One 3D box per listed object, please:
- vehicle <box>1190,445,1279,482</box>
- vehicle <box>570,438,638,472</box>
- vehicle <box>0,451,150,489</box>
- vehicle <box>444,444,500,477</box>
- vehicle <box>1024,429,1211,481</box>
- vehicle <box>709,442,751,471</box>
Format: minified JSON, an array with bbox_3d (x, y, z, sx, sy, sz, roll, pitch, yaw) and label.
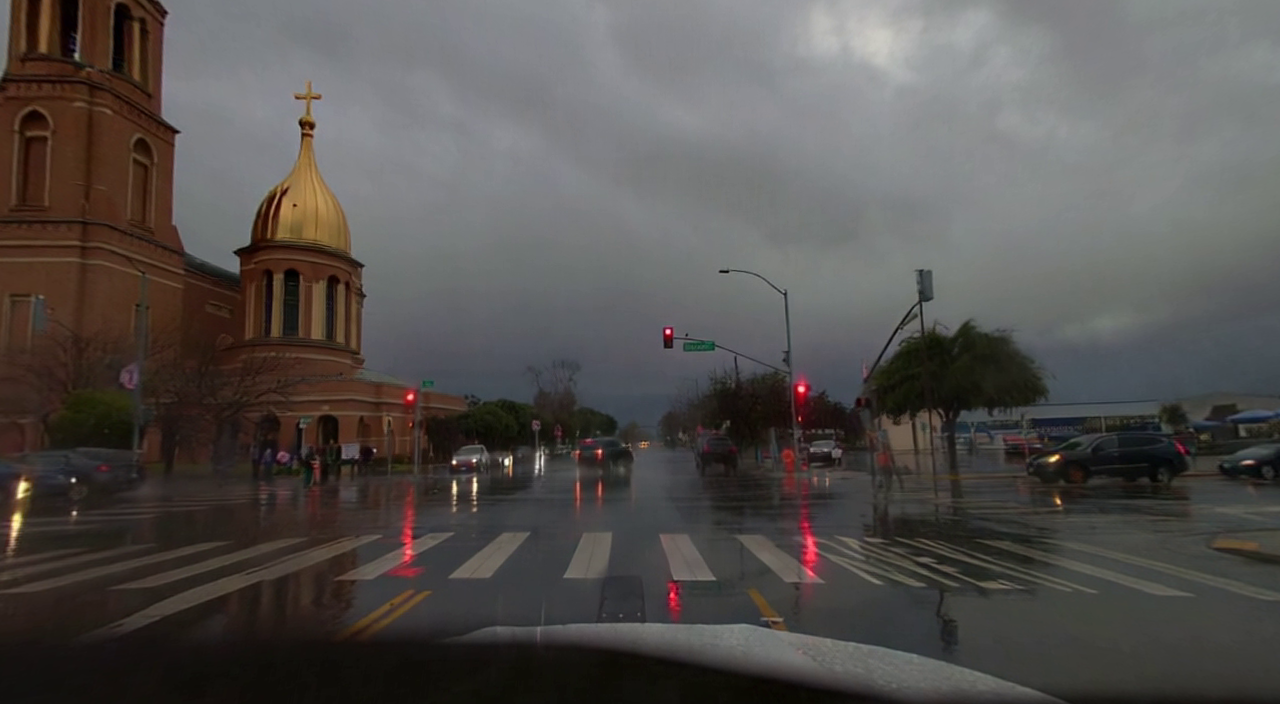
[{"bbox_3d":[26.389,4.680,26.676,4.561,1.475,1.850,0,-8,0],"label":"vehicle"},{"bbox_3d":[-1.840,5.513,34.016,2.051,1.724,4.567,-3,-9,19],"label":"vehicle"},{"bbox_3d":[-23.348,4.864,26.220,4.479,1.476,1.873,0,-8,1],"label":"vehicle"},{"bbox_3d":[-10.227,6.613,38.945,2.076,1.876,4.669,0,-8,1],"label":"vehicle"},{"bbox_3d":[19.888,4.305,26.568,5.852,2.057,2.361,0,-8,0],"label":"vehicle"},{"bbox_3d":[5.835,6.851,41.509,1.969,1.776,4.329,0,-8,-2],"label":"vehicle"}]
